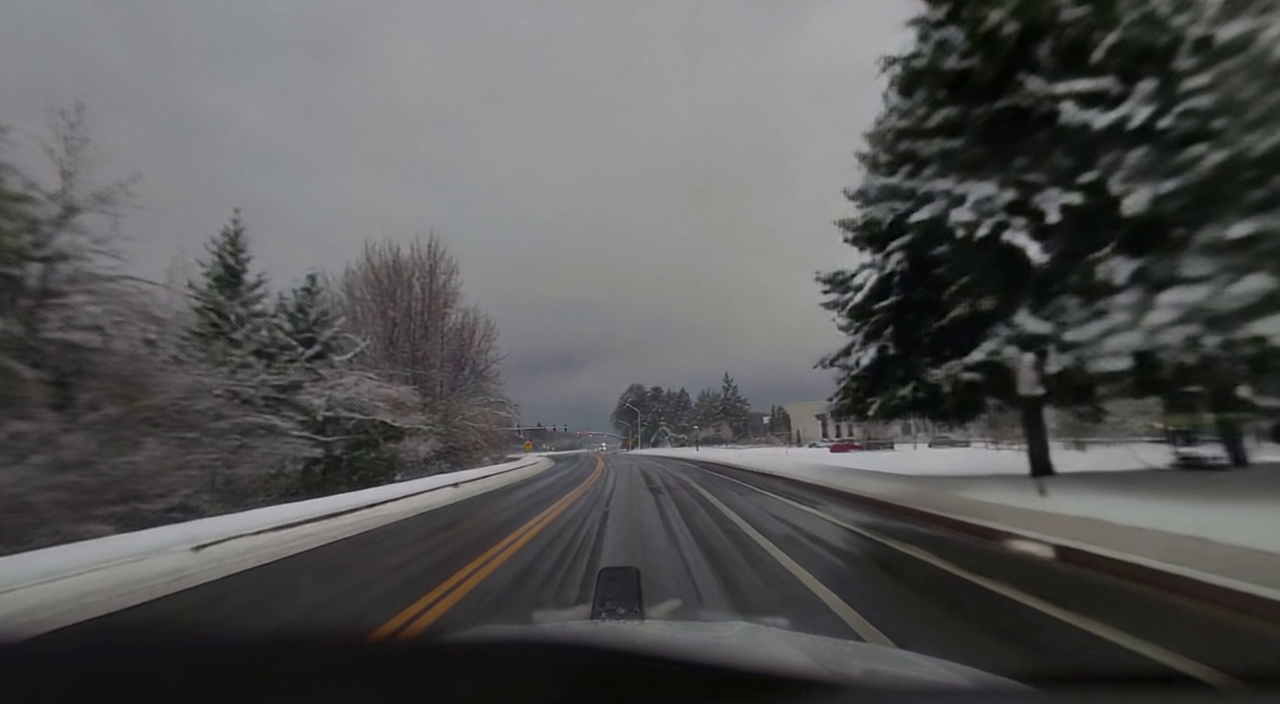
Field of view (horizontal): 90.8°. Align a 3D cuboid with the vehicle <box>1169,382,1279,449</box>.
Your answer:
[{"bbox_3d":[29.525,2.934,28.607,8.483,2.834,2.843,0,-8,0],"label":"vehicle"}]
